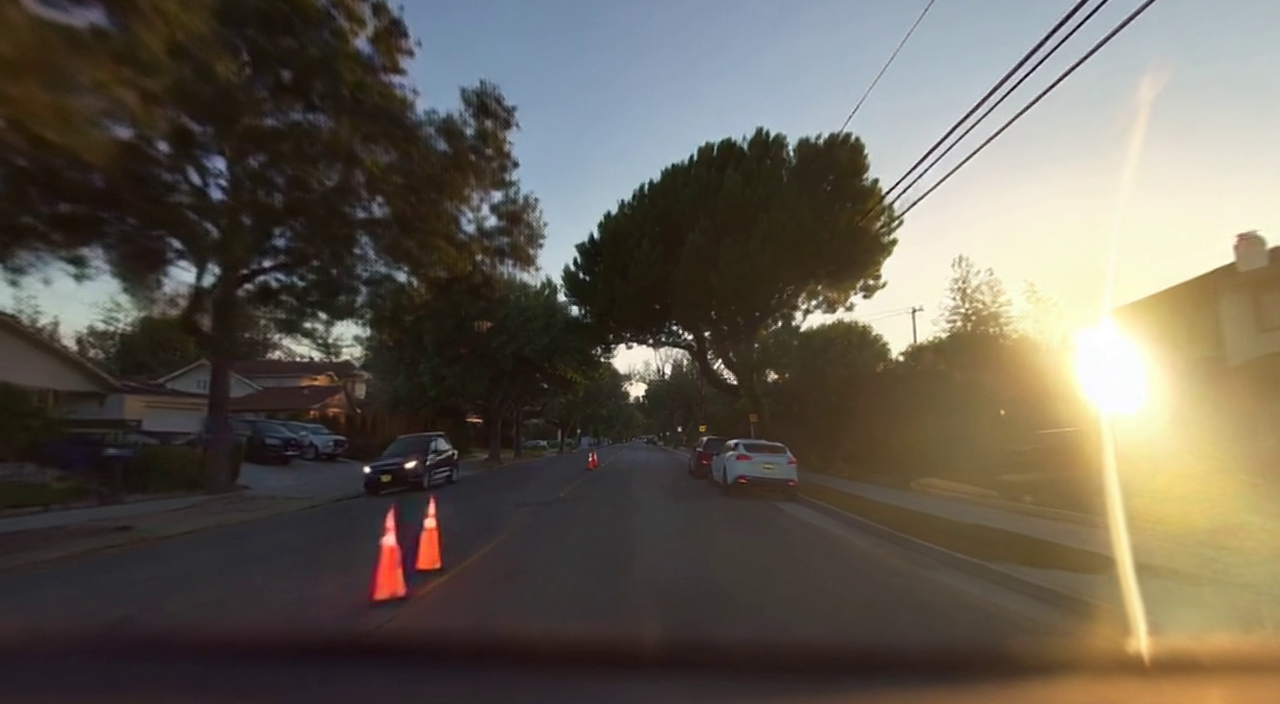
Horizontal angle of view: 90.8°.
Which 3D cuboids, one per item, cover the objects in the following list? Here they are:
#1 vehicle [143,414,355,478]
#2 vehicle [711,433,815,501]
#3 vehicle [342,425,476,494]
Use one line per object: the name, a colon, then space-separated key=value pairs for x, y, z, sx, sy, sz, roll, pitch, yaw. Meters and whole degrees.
vehicle: x=-15.161 y=3.674 z=24.879 sx=6.526 sy=2.046 sz=2.522 roll=3 pitch=-8 yaw=-2
vehicle: x=3.194 y=3.082 z=17.413 sx=1.896 sy=1.602 sz=4.571 roll=0 pitch=-8 yaw=-1
vehicle: x=-7.104 y=3.400 z=20.214 sx=2.266 sy=1.877 sz=5.167 roll=-1 pitch=-9 yaw=1
